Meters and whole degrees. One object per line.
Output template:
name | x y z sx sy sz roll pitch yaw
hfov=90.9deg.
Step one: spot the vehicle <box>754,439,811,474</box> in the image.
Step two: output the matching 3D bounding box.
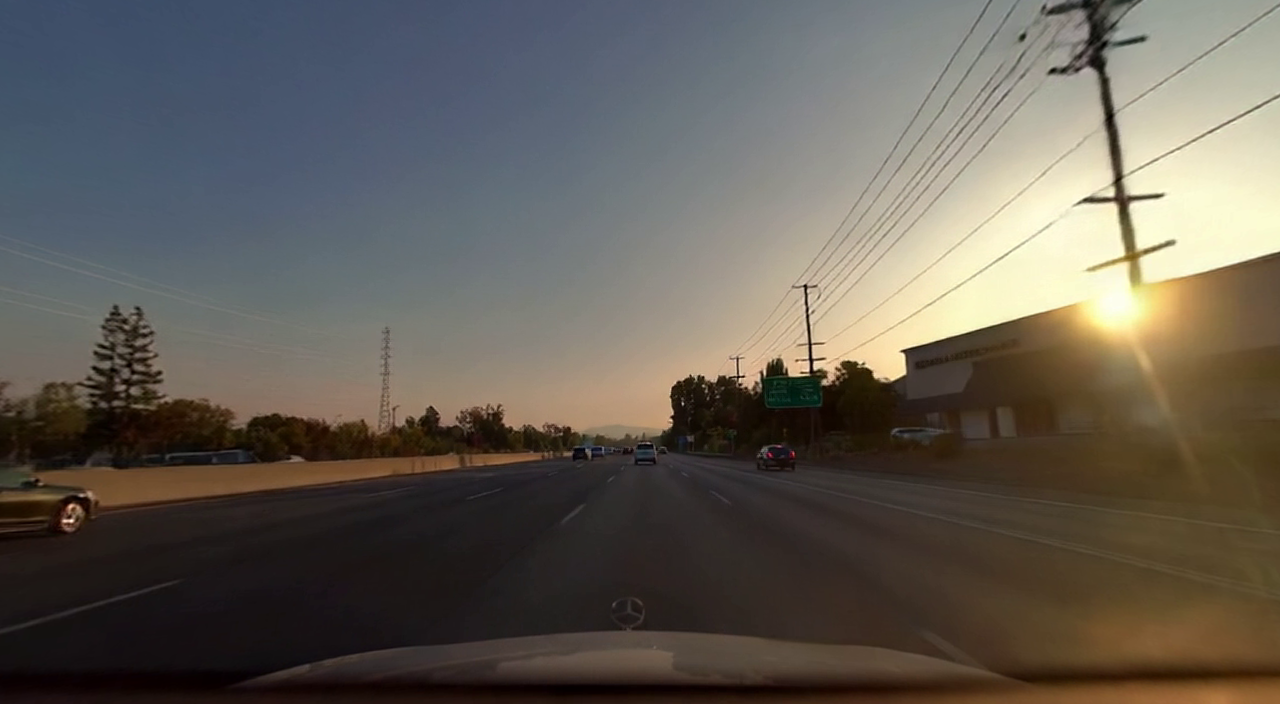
vehicle | 7.456 5.540 33.479 1.937 1.698 4.322 0 -9 -1
